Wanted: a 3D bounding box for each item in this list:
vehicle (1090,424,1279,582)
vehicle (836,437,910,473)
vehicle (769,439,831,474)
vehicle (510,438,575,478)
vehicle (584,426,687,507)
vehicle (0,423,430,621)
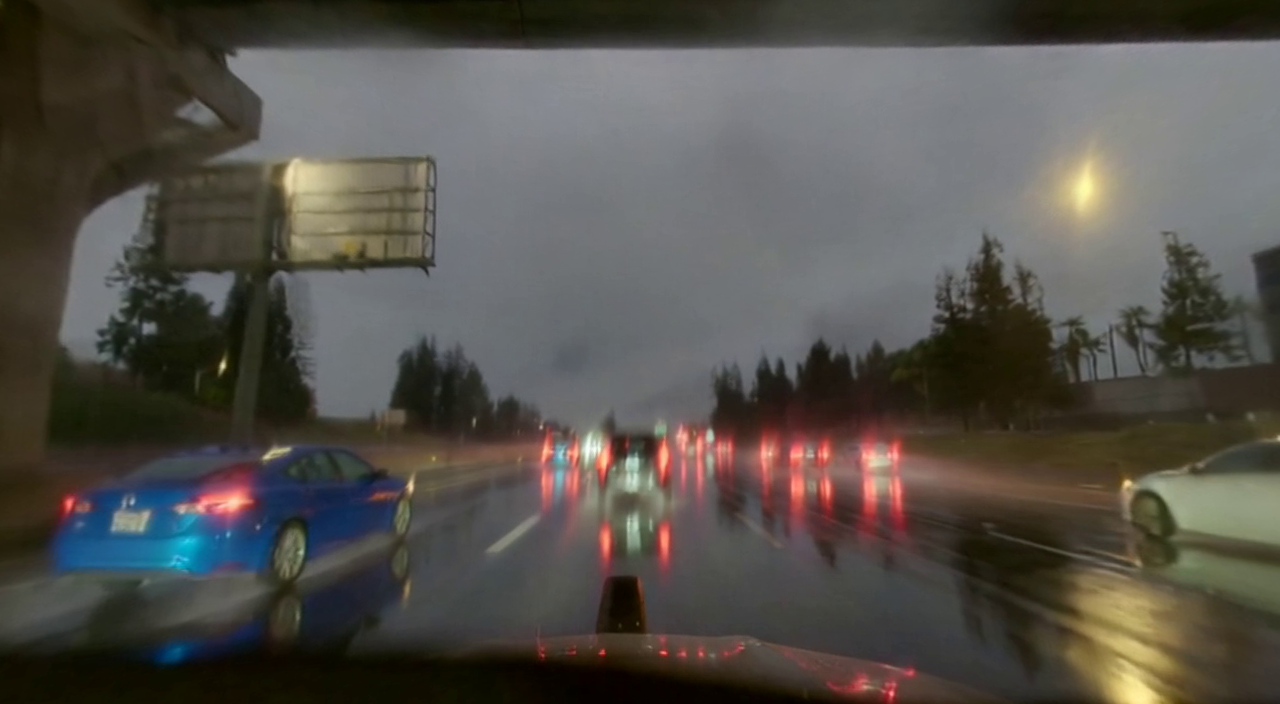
[{"bbox_3d":[7.274,1.518,6.386,2.049,1.521,4.604,0,-9,1],"label":"vehicle"},{"bbox_3d":[11.546,5.123,31.528,1.992,1.625,4.359,1,-9,-1],"label":"vehicle"},{"bbox_3d":[7.385,4.853,29.421,1.880,1.526,3.641,0,-9,0],"label":"vehicle"},{"bbox_3d":[-3.957,4.372,26.170,1.947,1.516,4.295,0,-9,1],"label":"vehicle"},{"bbox_3d":[-0.081,2.726,15.369,2.181,1.697,4.021,0,-9,0],"label":"vehicle"},{"bbox_3d":[-4.107,1.629,7.061,1.974,1.478,4.412,0,-9,0],"label":"vehicle"}]
